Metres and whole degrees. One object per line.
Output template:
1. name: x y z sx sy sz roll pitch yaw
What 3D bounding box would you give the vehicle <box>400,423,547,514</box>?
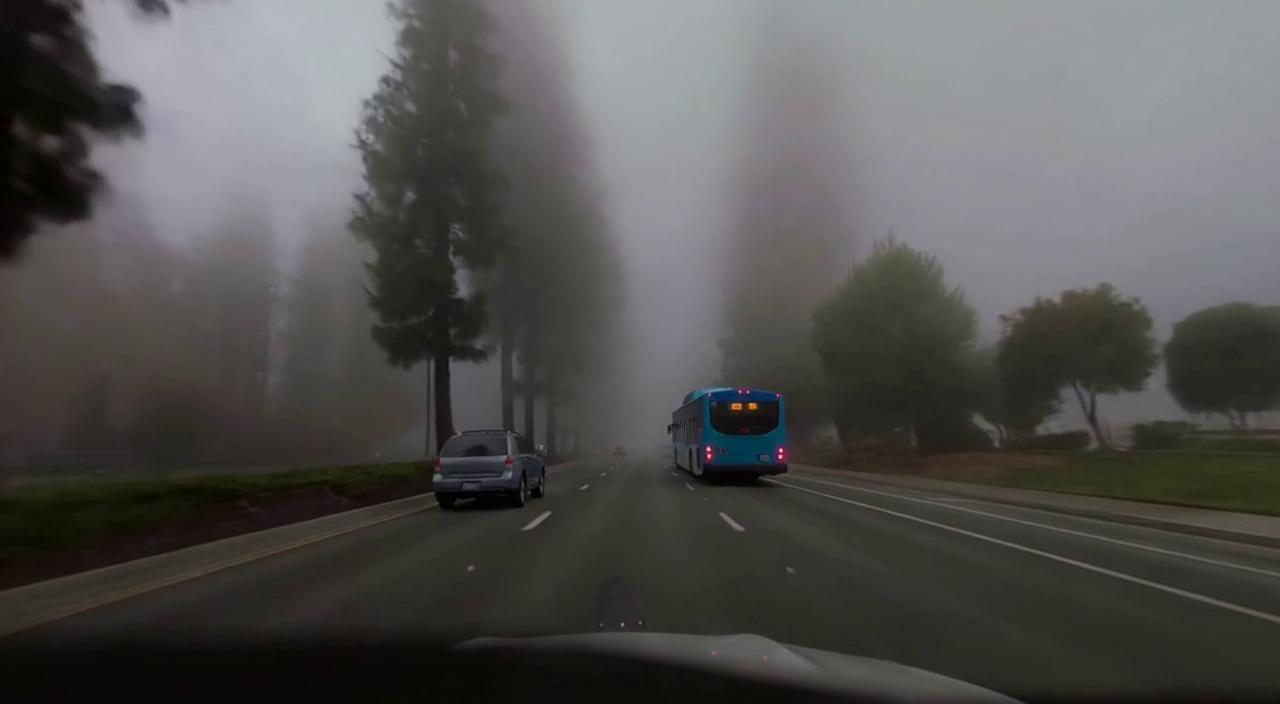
1. vehicle: -3.586 2.594 14.480 2.111 1.767 4.333 0 -8 1

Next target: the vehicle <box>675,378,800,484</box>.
1. vehicle: 3.384 3.385 25.977 3.072 3.278 12.747 0 -8 0
